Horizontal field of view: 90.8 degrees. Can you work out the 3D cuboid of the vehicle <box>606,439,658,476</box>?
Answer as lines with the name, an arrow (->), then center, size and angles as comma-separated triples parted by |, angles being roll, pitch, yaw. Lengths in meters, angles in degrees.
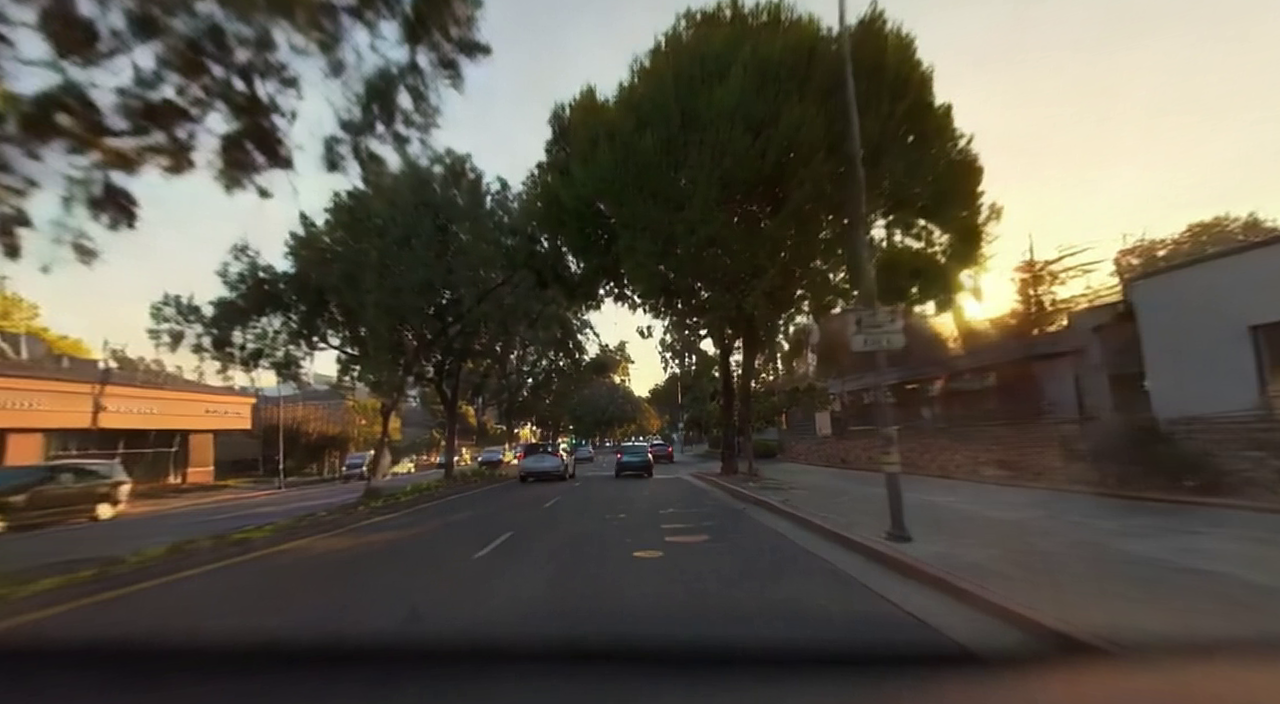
vehicle -> -0.380, 4.563, 27.570 | 2.085, 1.475, 3.976 | 0, -8, -2

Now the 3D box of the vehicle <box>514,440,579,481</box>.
vehicle -> -3.562, 4.220, 24.847 | 1.921, 1.477, 4.083 | 0, -8, 0

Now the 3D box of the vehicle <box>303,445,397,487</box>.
vehicle -> -13.078, 5.130, 28.881 | 1.999, 1.755, 4.518 | -1, -8, 2

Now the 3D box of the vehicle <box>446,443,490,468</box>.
vehicle -> -12.505, 7.561, 46.202 | 1.986, 1.712, 4.399 | 0, -8, 1

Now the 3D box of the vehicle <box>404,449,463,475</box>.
vehicle -> -12.515, 6.667, 38.631 | 1.909, 1.462, 4.608 | -1, -8, 3

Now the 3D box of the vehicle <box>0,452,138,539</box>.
vehicle -> -13.577, 3.071, 13.609 | 1.936, 1.656, 4.284 | -3, -8, 1

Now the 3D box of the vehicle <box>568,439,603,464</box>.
vehicle -> -3.497, 6.486, 41.253 | 1.887, 1.517, 4.254 | 0, -8, 1
